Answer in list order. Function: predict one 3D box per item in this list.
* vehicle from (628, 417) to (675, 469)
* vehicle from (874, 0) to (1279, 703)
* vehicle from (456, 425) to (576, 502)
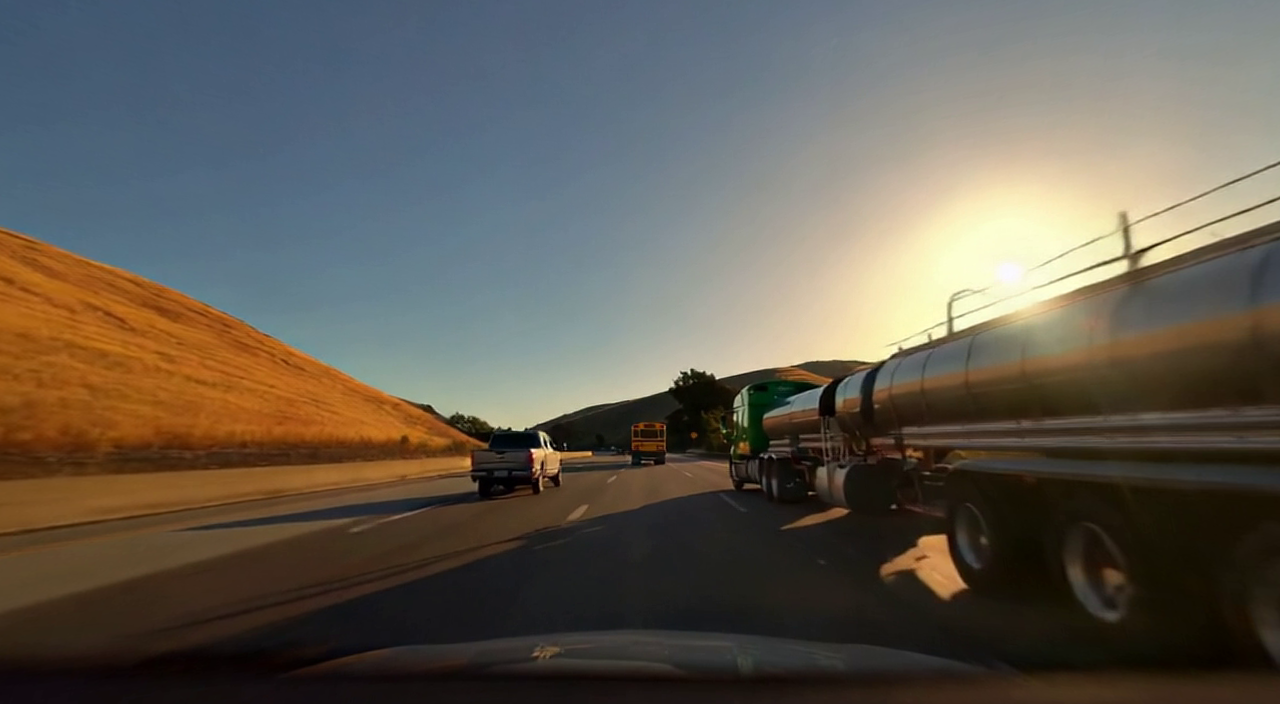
[{"bbox_3d":[0.711,6.566,45.478,2.948,3.265,10.569,0,-8,0],"label":"vehicle"},{"bbox_3d":[4.395,0.147,4.577,2.716,3.705,7.018,0,-8,1],"label":"vehicle"},{"bbox_3d":[-3.416,3.230,18.806,2.241,1.927,5.833,0,-8,1],"label":"vehicle"}]
